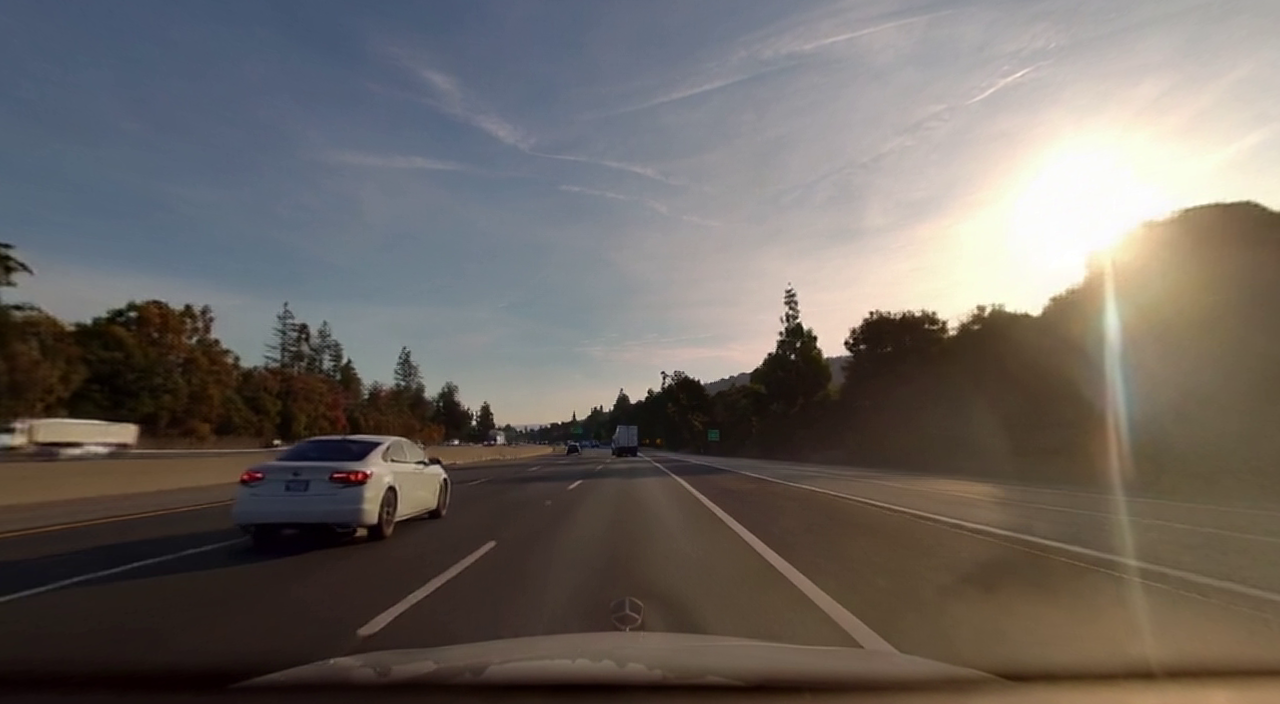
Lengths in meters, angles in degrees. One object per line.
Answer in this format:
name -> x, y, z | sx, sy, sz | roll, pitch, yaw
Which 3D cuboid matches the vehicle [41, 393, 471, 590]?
vehicle -> -4.100, 1.606, 8.186 | 2.316, 1.731, 5.126 | 0, -8, 1
